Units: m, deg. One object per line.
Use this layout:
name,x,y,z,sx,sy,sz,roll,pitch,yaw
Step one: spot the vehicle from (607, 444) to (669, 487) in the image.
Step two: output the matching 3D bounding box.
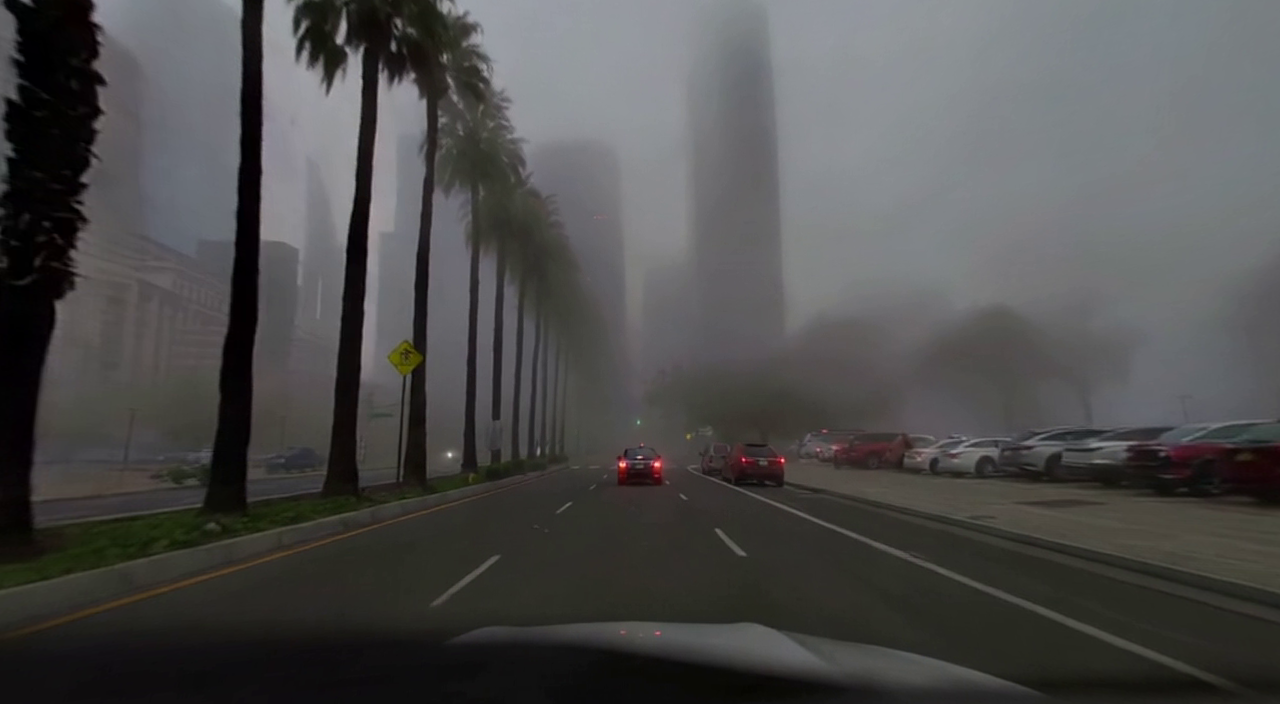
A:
vehicle,-0.075,4.388,24.576,2.235,1.528,3.876,0,-9,0

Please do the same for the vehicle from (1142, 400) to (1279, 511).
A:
vehicle,12.759,1.958,12.017,4.373,1.859,2.362,1,-9,-4

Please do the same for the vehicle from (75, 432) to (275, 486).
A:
vehicle,-30.659,7.168,42.904,3.081,3.048,13.223,0,-9,3

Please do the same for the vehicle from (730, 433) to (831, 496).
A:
vehicle,4.370,3.590,20.421,2.136,1.774,4.778,0,-9,0

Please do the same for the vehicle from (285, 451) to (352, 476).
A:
vehicle,-23.320,8.101,45.892,2.075,1.645,5.270,0,-9,1
